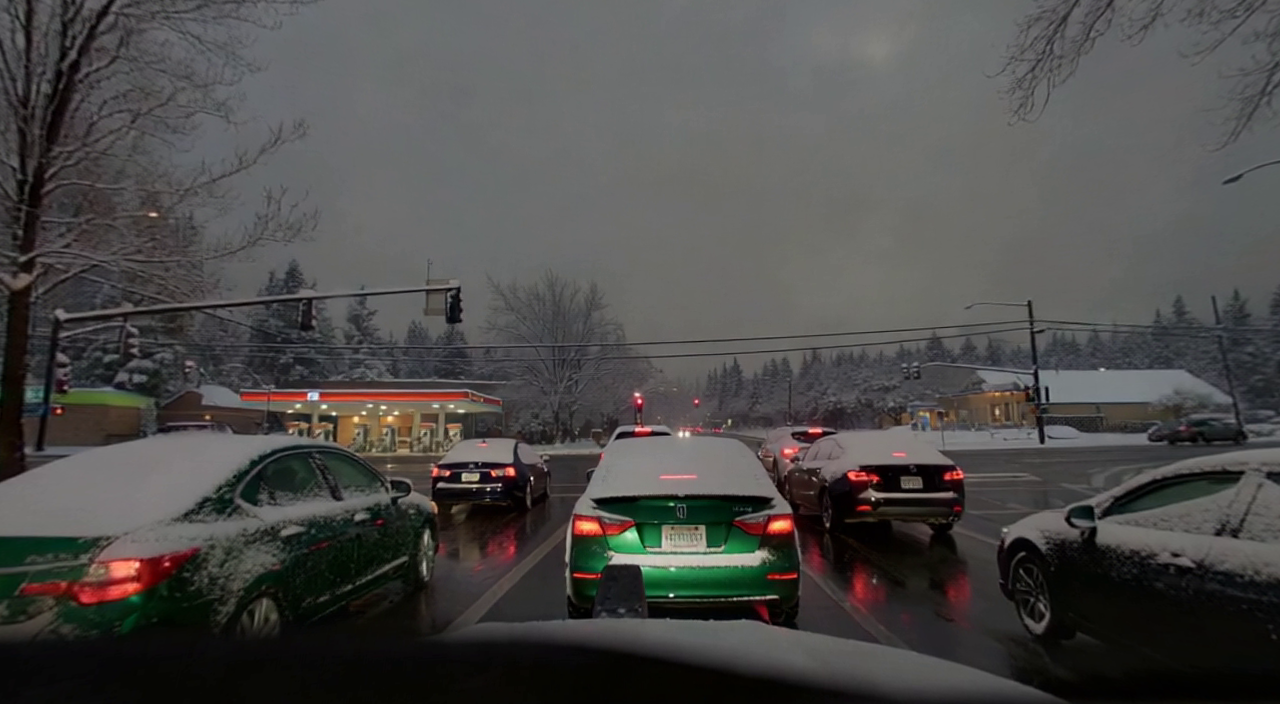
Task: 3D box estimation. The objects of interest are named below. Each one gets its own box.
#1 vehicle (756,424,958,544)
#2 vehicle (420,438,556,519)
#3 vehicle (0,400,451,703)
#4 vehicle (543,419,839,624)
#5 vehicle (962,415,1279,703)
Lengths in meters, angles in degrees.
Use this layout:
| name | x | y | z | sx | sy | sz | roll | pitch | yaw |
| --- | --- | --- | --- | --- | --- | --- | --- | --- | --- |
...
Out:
| name | x | y | z | sx | sy | sz | roll | pitch | yaw |
| --- | --- | --- | --- | --- | --- | --- | --- | --- | --- |
| vehicle | 3.368 | 2.128 | 10.771 | 1.947 | 1.630 | 4.127 | 0 | -9 | 0 |
| vehicle | -3.078 | 2.644 | 13.701 | 1.867 | 1.474 | 4.237 | 0 | -9 | 0 |
| vehicle | -3.011 | 1.260 | 4.616 | 1.887 | 1.493 | 4.255 | 0 | -9 | 1 |
| vehicle | 0.324 | 1.592 | 6.948 | 2.220 | 1.507 | 4.317 | 0 | -9 | -2 |
| vehicle | 4.171 | 1.142 | 3.637 | 1.950 | 1.497 | 4.686 | 0 | -9 | -3 |
